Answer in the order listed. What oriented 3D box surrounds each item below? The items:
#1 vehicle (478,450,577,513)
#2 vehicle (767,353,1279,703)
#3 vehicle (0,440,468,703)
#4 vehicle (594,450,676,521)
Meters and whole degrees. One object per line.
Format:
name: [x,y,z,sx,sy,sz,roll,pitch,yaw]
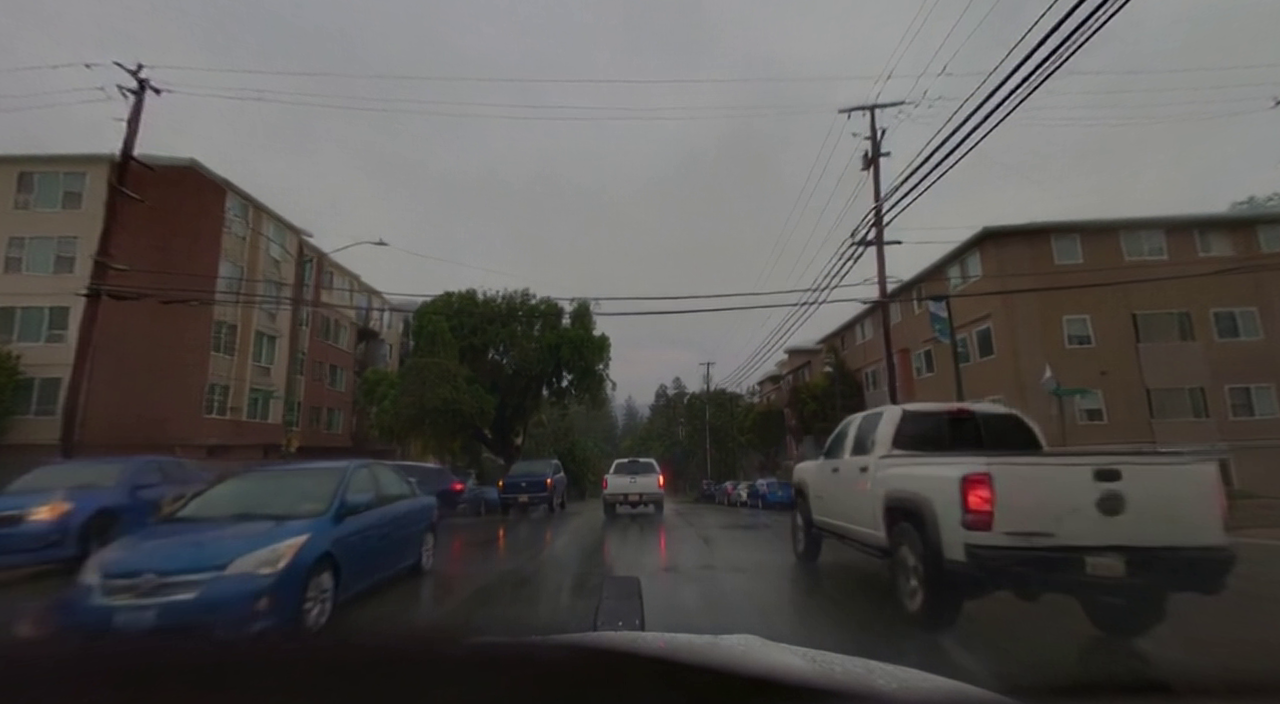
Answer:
vehicle: [-3.661,4.586,21.963,2.330,1.859,6.068,0,-13,0]
vehicle: [2.689,1.308,5.747,2.027,1.907,4.736,0,-9,-1]
vehicle: [-3.095,1.575,5.767,1.868,1.462,4.385,0,-9,-1]
vehicle: [-0.118,4.177,20.075,2.308,1.940,4.125,-2,-10,1]
